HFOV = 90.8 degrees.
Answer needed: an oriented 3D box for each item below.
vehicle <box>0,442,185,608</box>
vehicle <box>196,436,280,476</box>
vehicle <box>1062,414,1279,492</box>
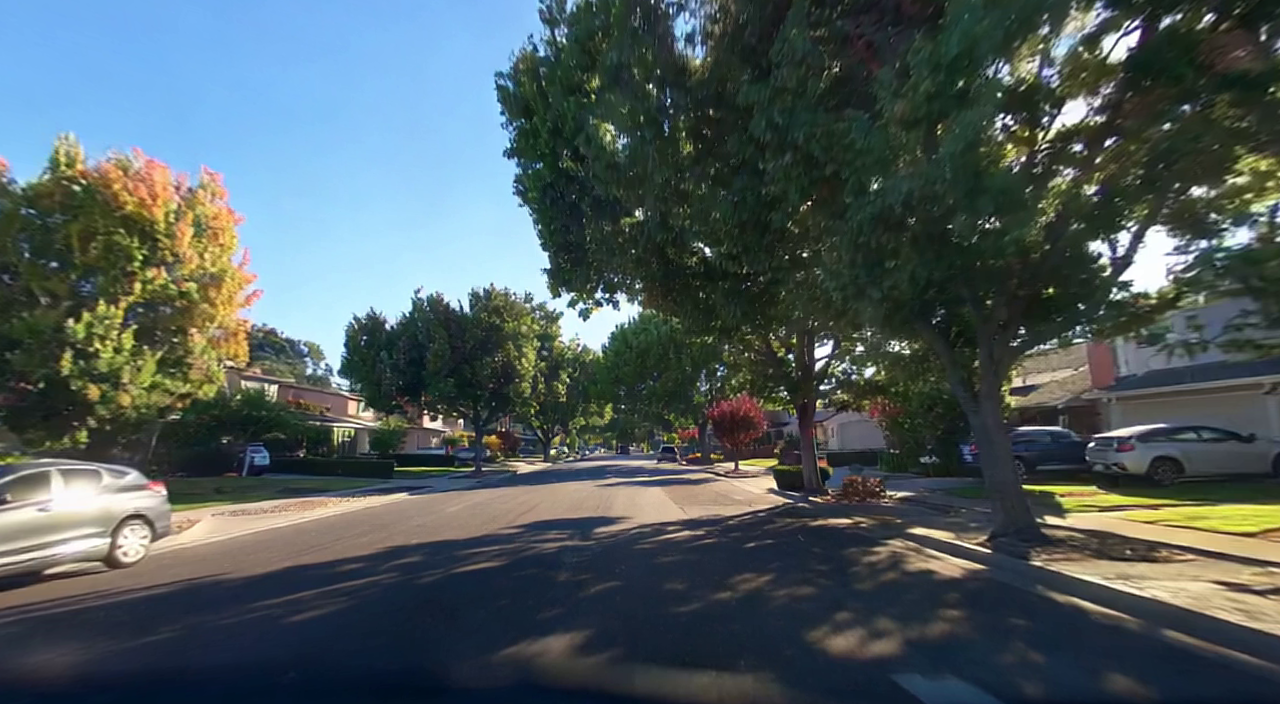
[{"bbox_3d":[-6.950,1.728,6.257,1.860,1.498,3.969,-3,-7,2],"label":"vehicle"},{"bbox_3d":[-17.620,4.558,27.940,1.957,1.602,4.326,3,-9,-16],"label":"vehicle"},{"bbox_3d":[12.676,2.369,14.746,4.499,1.591,1.988,-7,-11,31],"label":"vehicle"}]
